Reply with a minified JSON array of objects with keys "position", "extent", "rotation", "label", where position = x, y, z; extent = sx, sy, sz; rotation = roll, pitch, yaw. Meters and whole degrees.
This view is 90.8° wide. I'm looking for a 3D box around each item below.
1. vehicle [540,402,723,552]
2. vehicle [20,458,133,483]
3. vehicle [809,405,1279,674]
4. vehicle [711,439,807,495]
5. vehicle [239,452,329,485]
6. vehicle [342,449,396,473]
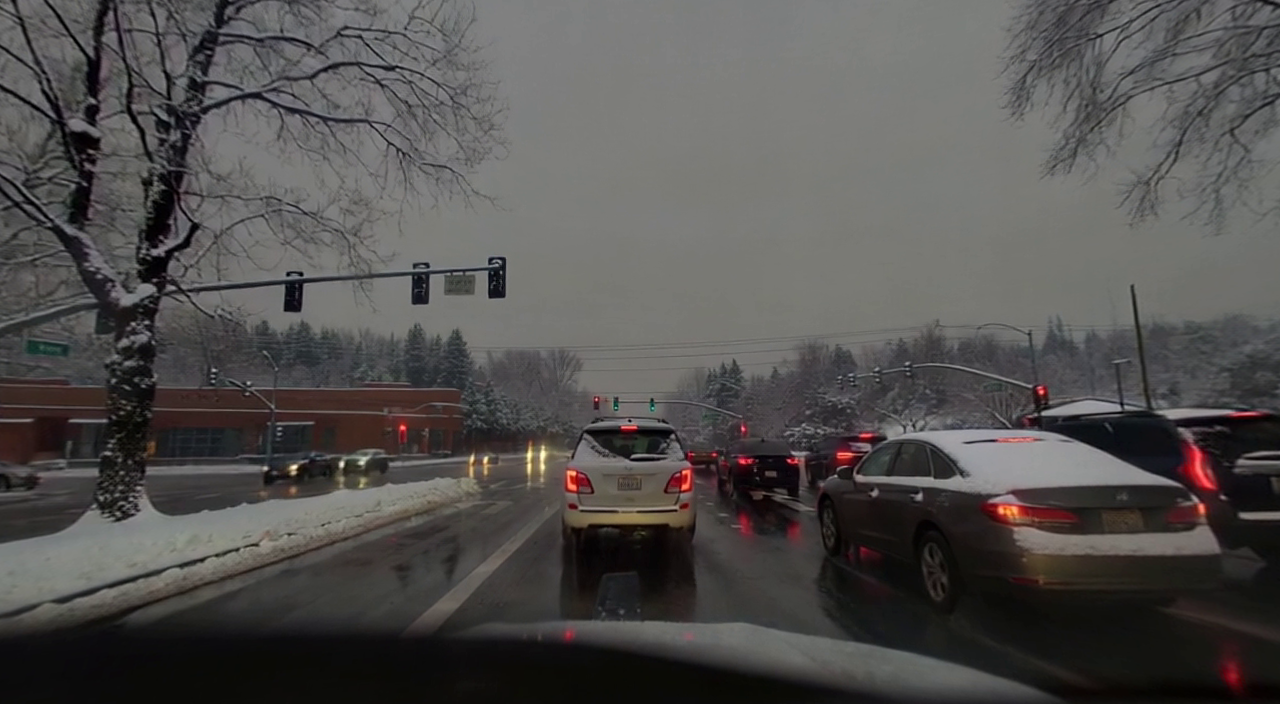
[{"position":[-0.148,1.853,9.984],"extent":[2.236,1.827,4.316],"rotation":[0,-8,-1],"label":"vehicle"},{"position":[-35.084,7.366,39.468],"extent":[4.845,1.442,1.880],"rotation":[2,-9,-13],"label":"vehicle"},{"position":[3.379,1.455,6.170],"extent":[2.034,1.558,4.774],"rotation":[0,-8,-1],"label":"vehicle"},{"position":[3.503,3.466,19.466],"extent":[2.004,1.523,4.263],"rotation":[0,-9,-2],"label":"vehicle"},{"position":[-17.447,5.707,31.250],"extent":[1.836,1.468,4.449],"rotation":[0,-9,0],"label":"vehicle"},{"position":[-20.935,8.408,49.075],"extent":[2.138,1.708,4.589],"rotation":[-1,-9,1],"label":"vehicle"}]
